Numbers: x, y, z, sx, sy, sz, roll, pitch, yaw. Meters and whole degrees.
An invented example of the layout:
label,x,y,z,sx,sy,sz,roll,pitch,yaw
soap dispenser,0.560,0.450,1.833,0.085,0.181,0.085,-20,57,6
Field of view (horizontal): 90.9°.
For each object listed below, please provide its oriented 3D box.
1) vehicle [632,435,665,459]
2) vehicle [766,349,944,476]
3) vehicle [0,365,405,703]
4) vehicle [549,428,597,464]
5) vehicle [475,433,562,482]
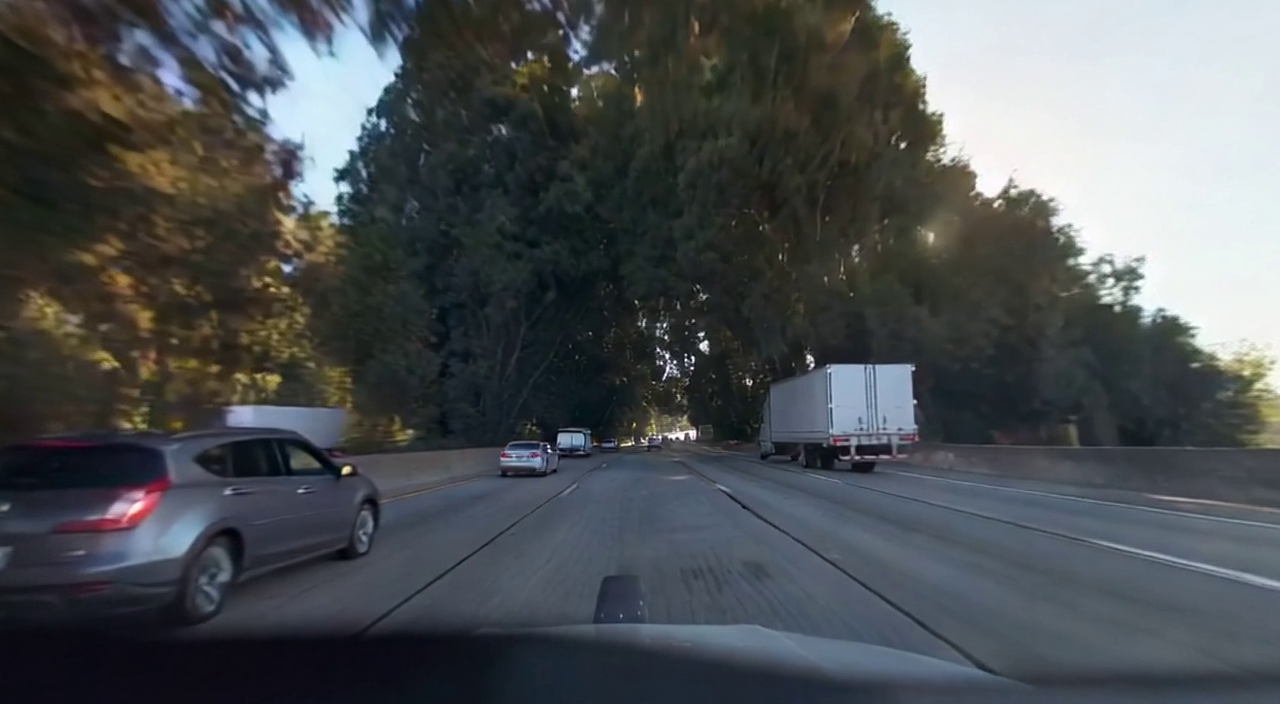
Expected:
label,x,y,z,sx,sy,sz,roll,pitch,yaw
vehicle,0.544,6.086,40.609,2.004,1.465,3.842,0,-8,0
vehicle,8.326,2.883,27.400,2.866,4.100,14.057,0,-8,0
vehicle,-3.576,1.135,4.510,2.137,1.618,4.209,0,-8,0
vehicle,-3.515,4.998,33.727,2.064,1.826,4.263,0,-8,1
vehicle,-3.951,3.477,21.198,2.013,1.460,4.027,0,-8,1
